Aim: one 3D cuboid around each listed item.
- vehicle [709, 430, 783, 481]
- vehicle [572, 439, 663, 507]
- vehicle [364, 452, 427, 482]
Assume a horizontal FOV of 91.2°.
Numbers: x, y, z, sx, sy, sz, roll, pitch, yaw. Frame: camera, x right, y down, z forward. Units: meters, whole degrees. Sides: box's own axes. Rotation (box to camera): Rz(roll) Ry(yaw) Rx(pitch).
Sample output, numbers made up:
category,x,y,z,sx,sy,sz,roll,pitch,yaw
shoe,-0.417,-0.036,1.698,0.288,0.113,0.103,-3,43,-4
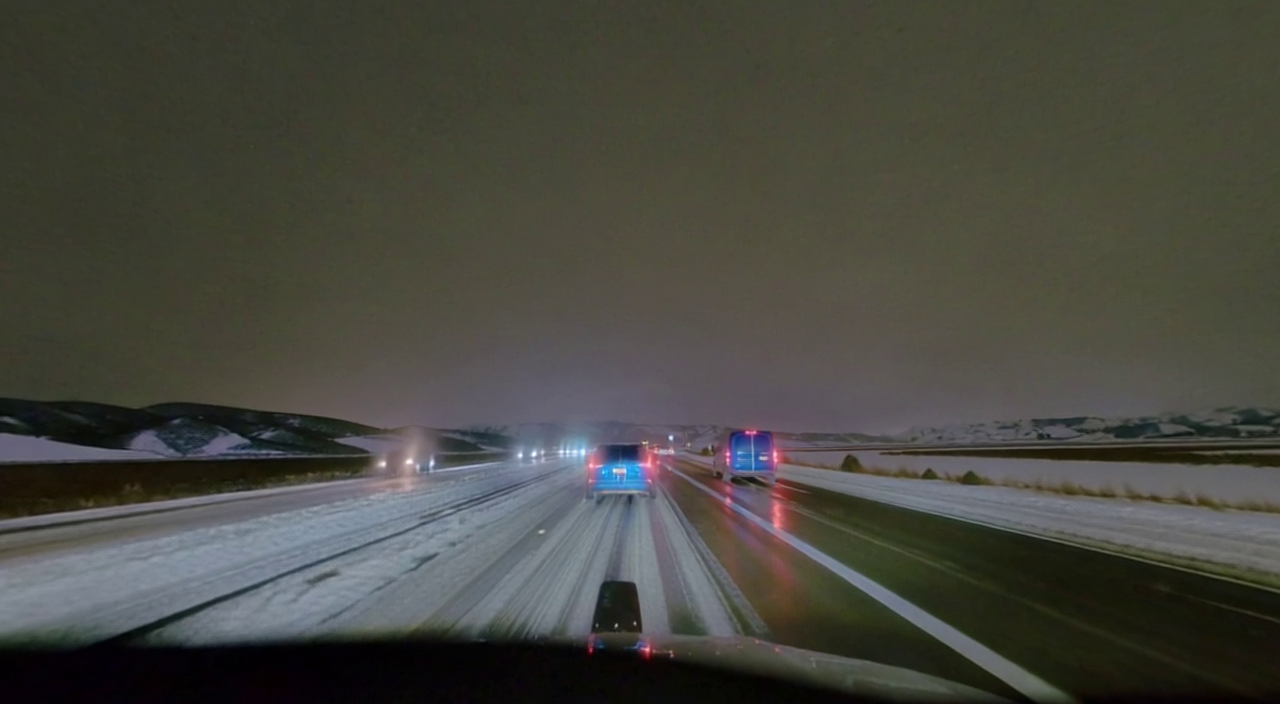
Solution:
category,x,y,z,sx,sy,sz,roll,pitch,yaw
vehicle,4.404,4.404,26.934,2.261,1.952,4.784,0,-9,-1
vehicle,-0.504,2.978,15.799,2.029,1.483,3.769,0,-9,0
vehicle,-13.763,6.488,35.590,1.910,1.517,4.274,0,-9,-1
